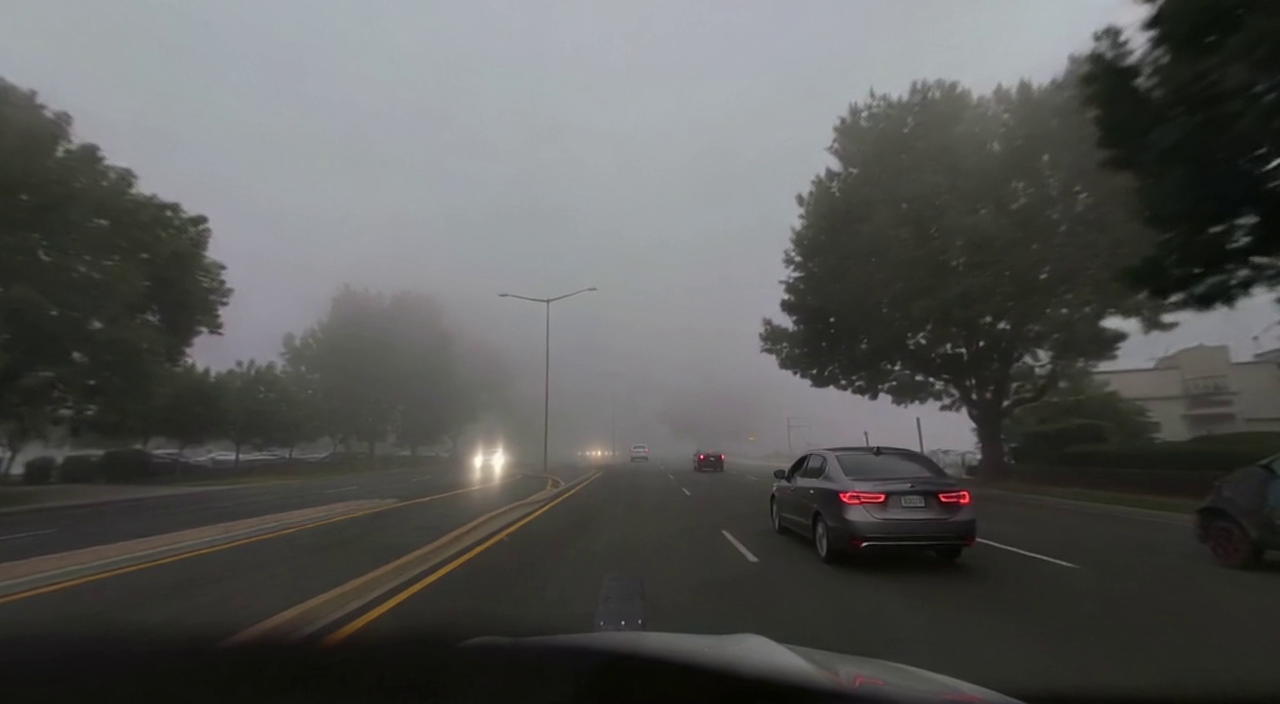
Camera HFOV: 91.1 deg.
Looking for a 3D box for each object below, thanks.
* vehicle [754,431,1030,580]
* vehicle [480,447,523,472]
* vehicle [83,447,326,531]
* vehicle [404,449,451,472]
[{"bbox_3d":[2.974,1.897,8.655,1.935,1.501,4.384,0,-8,-1],"label":"vehicle"},{"bbox_3d":[-8.862,6.908,40.432,1.853,1.504,3.791,0,-9,1],"label":"vehicle"},{"bbox_3d":[-8.882,2.776,13.434,1.919,1.474,4.444,0,-9,1],"label":"vehicle"},{"bbox_3d":[-15.770,8.058,46.807,1.951,1.628,4.325,0,-9,1],"label":"vehicle"}]
